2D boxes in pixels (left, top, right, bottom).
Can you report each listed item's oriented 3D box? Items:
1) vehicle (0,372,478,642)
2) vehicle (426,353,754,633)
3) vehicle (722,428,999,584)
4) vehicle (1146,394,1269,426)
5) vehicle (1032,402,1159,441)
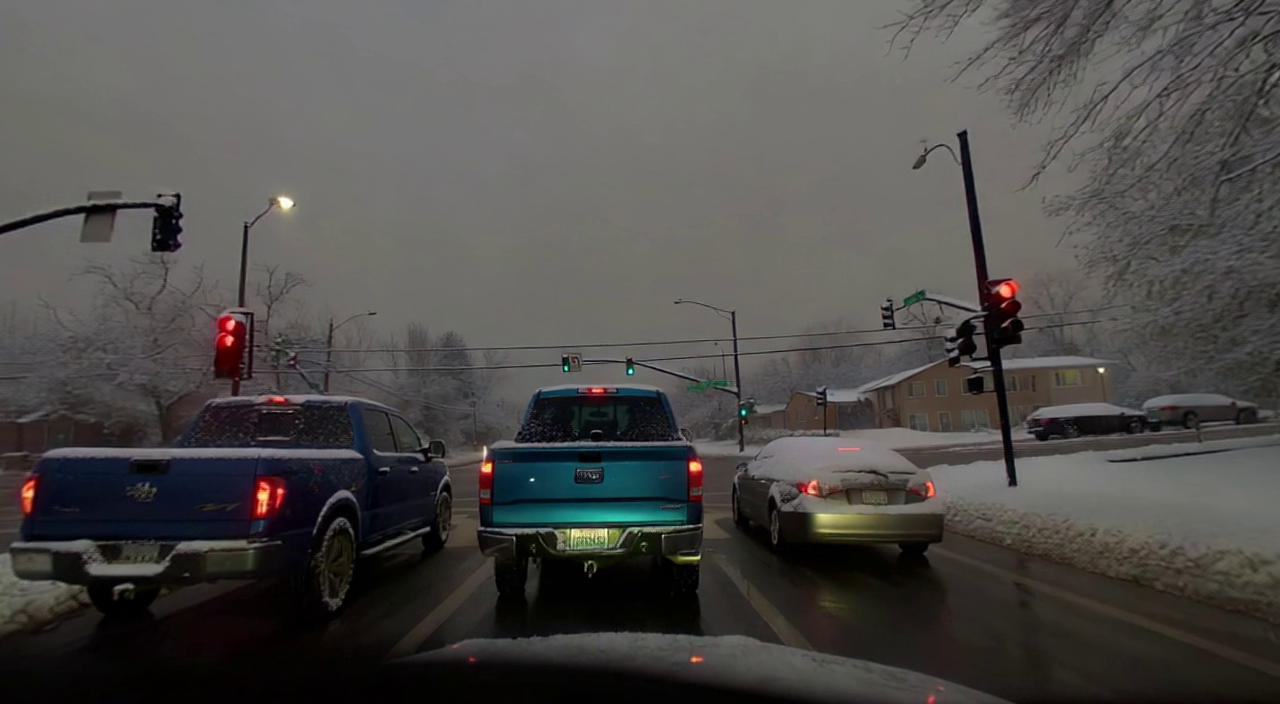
[{"bbox_3d":[-3.463,1.435,6.959,2.146,1.828,5.148,0,-9,-2],"label":"vehicle"},{"bbox_3d":[-0.389,1.312,6.740,2.282,1.964,4.421,0,-9,-1],"label":"vehicle"},{"bbox_3d":[2.412,1.815,8.311,2.016,1.481,4.336,0,-9,-1],"label":"vehicle"},{"bbox_3d":[29.278,3.041,32.691,4.540,1.543,1.803,0,-9,1],"label":"vehicle"},{"bbox_3d":[23.288,3.598,32.483,4.721,1.866,2.188,0,-9,2],"label":"vehicle"}]
